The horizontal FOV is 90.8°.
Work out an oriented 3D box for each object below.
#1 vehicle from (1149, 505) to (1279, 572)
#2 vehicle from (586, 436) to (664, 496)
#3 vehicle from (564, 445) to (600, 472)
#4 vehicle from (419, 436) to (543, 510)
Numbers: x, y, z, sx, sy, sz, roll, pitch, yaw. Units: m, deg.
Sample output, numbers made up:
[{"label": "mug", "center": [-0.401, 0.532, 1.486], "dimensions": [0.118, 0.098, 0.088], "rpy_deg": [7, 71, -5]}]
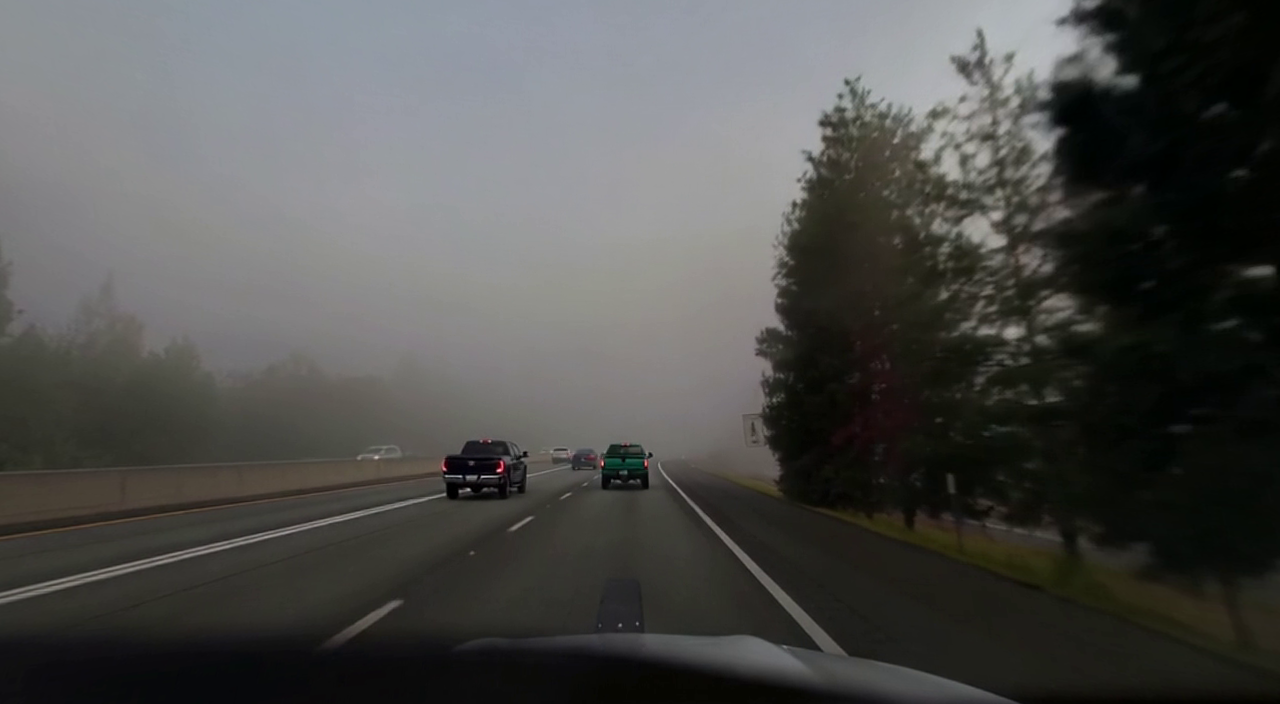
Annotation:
[{"label": "vehicle", "center": [20.252, 6.311, 21.782], "dimensions": [1.956, 1.594, 4.425], "rpy_deg": [-1, -8, 5]}, {"label": "vehicle", "center": [-0.418, 3.687, 20.836], "dimensions": [2.293, 1.753, 4.380], "rpy_deg": [0, -8, 1]}, {"label": "vehicle", "center": [-4.042, 7.518, 44.683], "dimensions": [1.991, 1.776, 4.333], "rpy_deg": [0, -8, 2]}, {"label": "vehicle", "center": [-4.129, 3.221, 17.429], "dimensions": [2.038, 1.704, 5.181], "rpy_deg": [0, -8, 0]}]
